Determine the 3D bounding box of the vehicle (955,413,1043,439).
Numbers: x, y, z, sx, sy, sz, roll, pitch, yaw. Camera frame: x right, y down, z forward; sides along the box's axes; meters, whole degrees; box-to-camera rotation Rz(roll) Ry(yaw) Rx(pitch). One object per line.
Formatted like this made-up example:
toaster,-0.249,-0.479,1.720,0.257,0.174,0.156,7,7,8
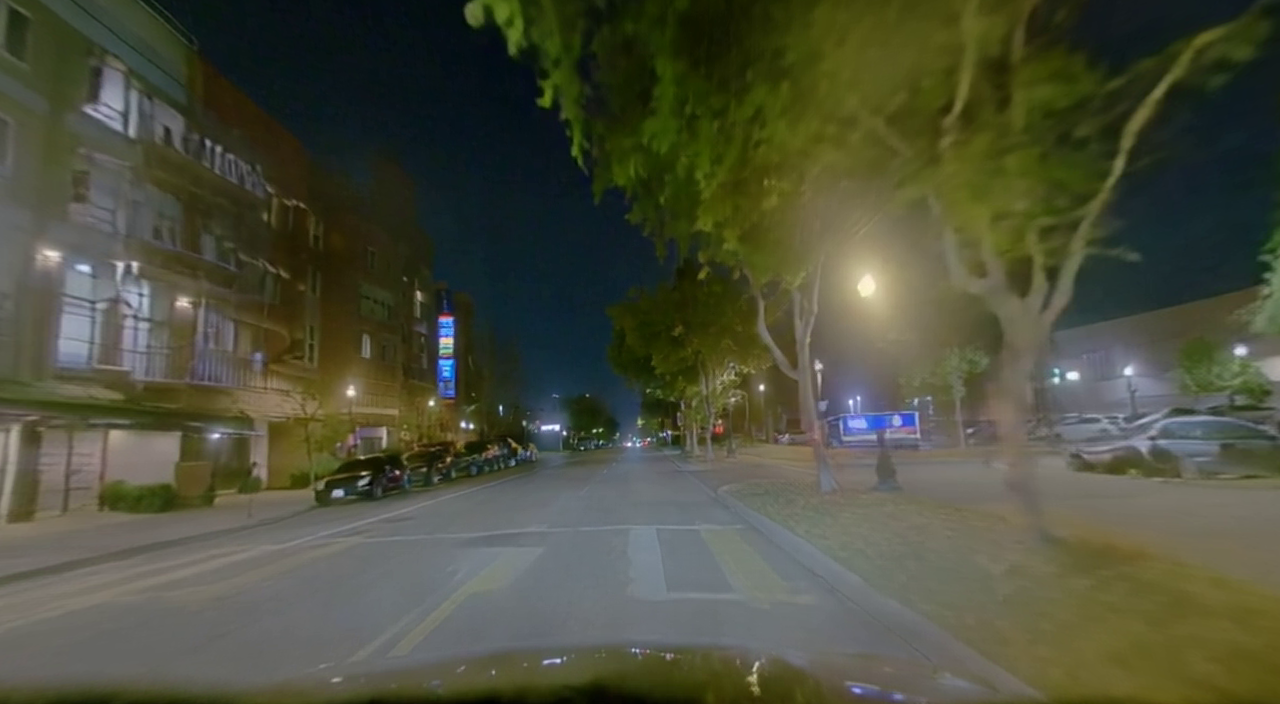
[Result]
vehicle,23.673,4.892,41.613,4.521,1.634,1.996,0,-8,0

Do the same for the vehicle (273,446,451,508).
vehicle,-8.676,3.903,19.955,1.879,1.543,4.778,-12,-13,43

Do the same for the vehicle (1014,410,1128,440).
vehicle,23.166,3.971,33.953,4.746,1.536,1.914,0,-8,0

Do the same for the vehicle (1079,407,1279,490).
vehicle,11.780,1.996,13.150,1.950,1.429,4.589,0,-8,1

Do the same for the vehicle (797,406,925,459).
vehicle,10.958,4.006,31.522,5.453,1.794,2.011,-8,-6,-2
